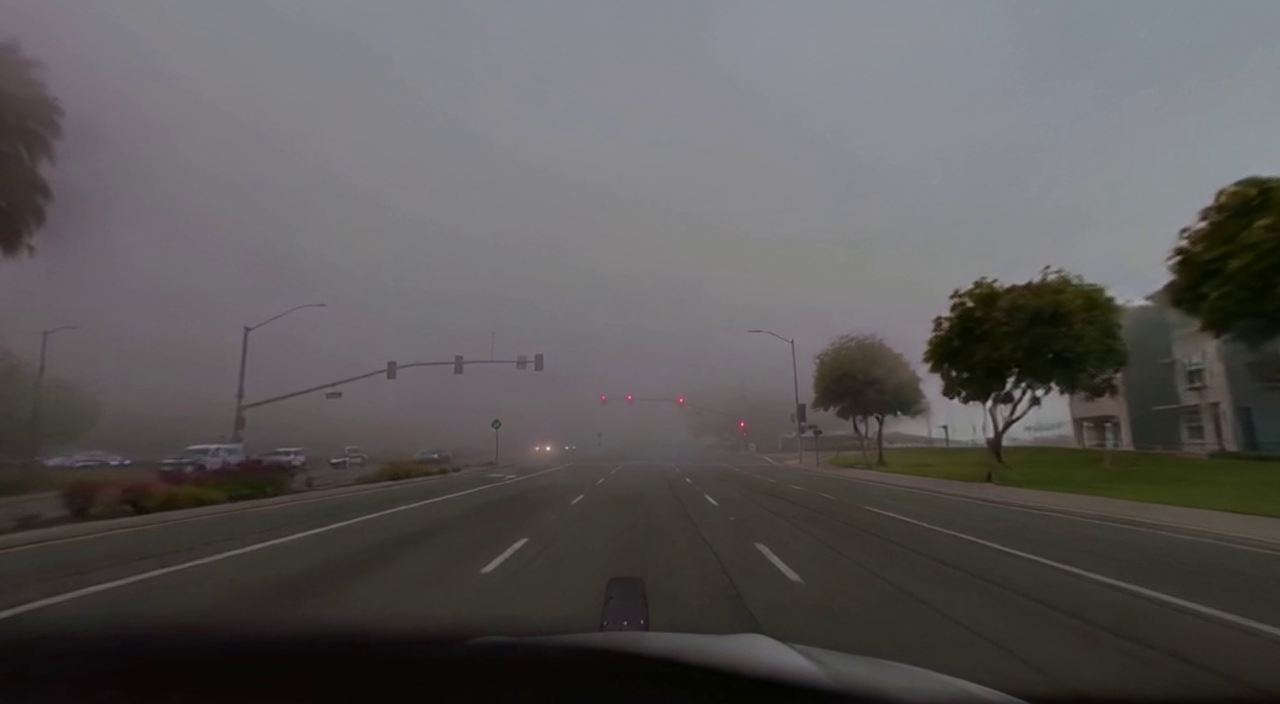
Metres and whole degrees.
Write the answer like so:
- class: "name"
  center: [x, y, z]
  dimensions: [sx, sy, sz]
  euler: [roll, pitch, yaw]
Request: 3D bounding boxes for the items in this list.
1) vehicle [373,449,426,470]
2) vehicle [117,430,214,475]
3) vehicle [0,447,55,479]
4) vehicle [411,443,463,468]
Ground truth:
- class: "vehicle"
  center: [-17.683, 7.878, 46.537]
  dimensions: [2.077, 1.417, 4.422]
  euler: [0, -8, 1]
- class: "vehicle"
  center: [-33.002, 6.953, 43.858]
  dimensions: [5.761, 2.906, 2.463]
  euler: [-3, -9, 20]
- class: "vehicle"
  center: [-37.124, 6.417, 36.586]
  dimensions: [4.272, 1.729, 2.017]
  euler: [0, -8, 2]
- class: "vehicle"
  center: [-14.258, 7.283, 44.483]
  dimensions: [2.059, 1.648, 4.420]
  euler: [0, -8, 2]
